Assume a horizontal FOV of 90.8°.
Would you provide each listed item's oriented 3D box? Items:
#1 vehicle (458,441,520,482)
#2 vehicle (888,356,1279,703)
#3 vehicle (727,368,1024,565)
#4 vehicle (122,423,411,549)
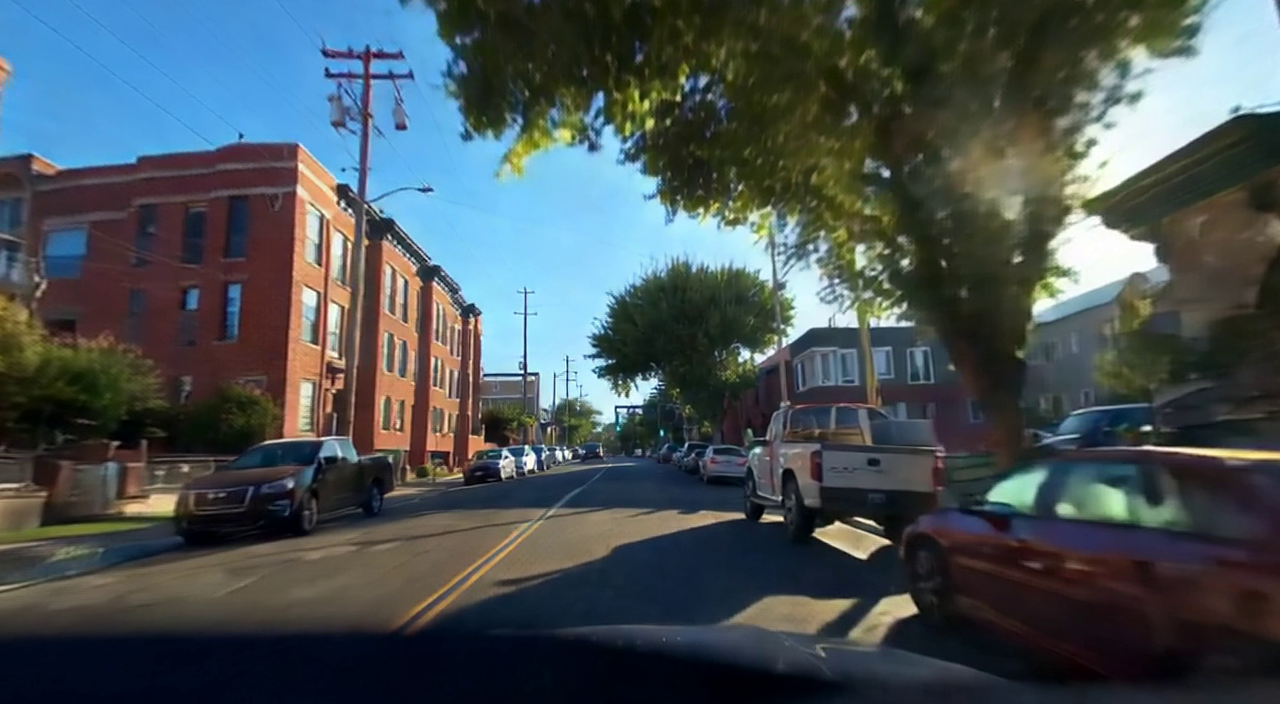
[{"bbox_3d":[-6.959,5.059,29.584,1.930,1.756,4.955,0,-8,-3],"label":"vehicle"},{"bbox_3d":[3.111,1.024,3.294,1.896,1.675,4.000,0,-8,-1],"label":"vehicle"},{"bbox_3d":[3.075,1.712,10.118,2.480,2.230,5.704,0,-8,-1],"label":"vehicle"},{"bbox_3d":[-6.737,2.461,12.516,2.259,1.899,5.643,0,-8,0],"label":"vehicle"}]
